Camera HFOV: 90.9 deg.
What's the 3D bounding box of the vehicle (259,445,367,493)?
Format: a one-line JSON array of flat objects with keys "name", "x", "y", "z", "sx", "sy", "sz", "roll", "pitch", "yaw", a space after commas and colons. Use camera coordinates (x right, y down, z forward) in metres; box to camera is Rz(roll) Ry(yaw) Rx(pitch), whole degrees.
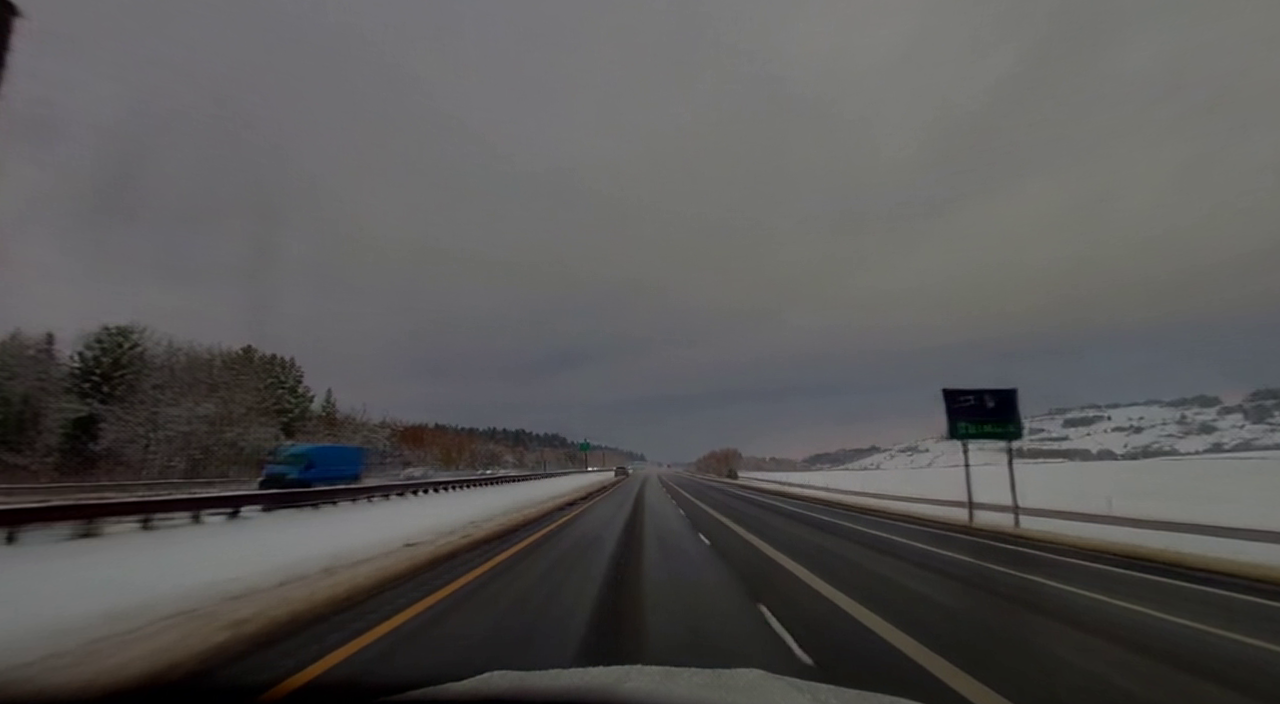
[{"name": "vehicle", "x": -18.765, "y": 6.780, "z": 36.685, "sx": 2.335, "sy": 2.469, "sz": 7.028, "roll": 1, "pitch": -10, "yaw": 1}]
